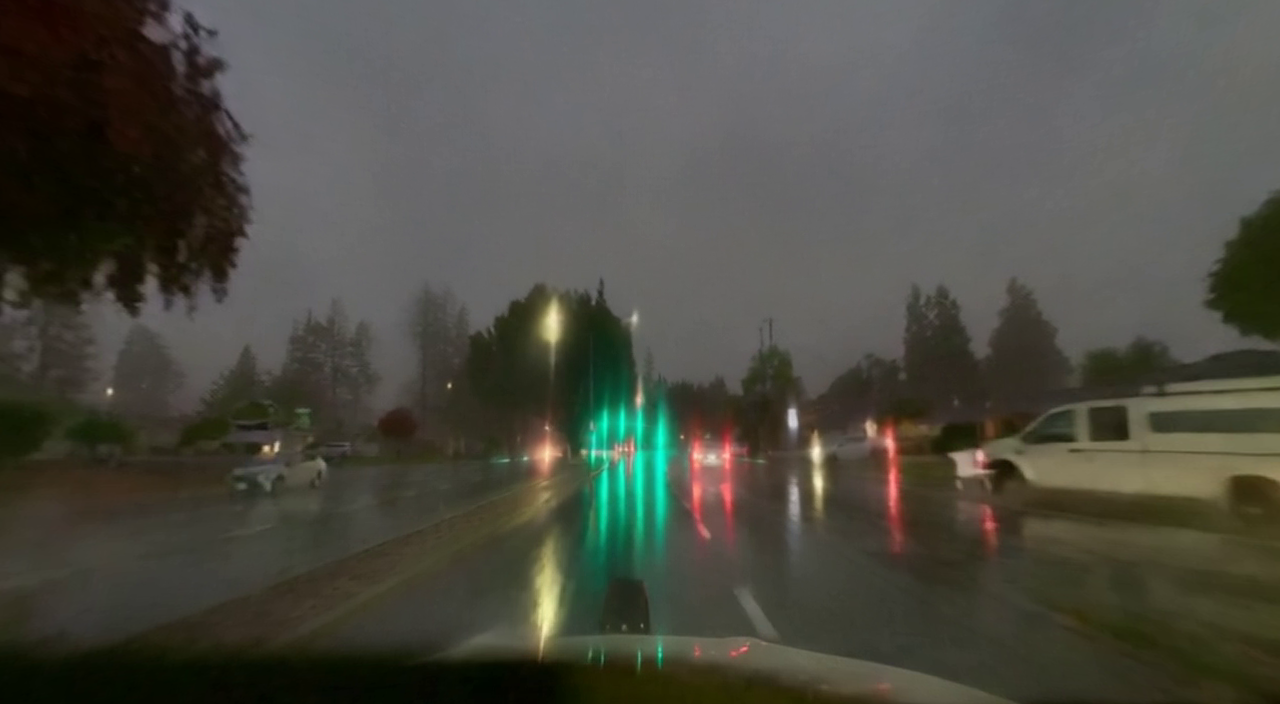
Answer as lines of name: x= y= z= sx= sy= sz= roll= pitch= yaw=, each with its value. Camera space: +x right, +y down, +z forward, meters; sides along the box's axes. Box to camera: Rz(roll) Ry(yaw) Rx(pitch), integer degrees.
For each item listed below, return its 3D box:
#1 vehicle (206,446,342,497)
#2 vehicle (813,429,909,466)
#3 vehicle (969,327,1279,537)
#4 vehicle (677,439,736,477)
vehicle: x=-12.134 y=3.945 z=21.318 sx=1.963 sy=1.524 sz=4.498 roll=0 pitch=-8 yaw=-1
vehicle: x=11.481 y=4.994 z=32.981 sx=4.202 sy=1.794 sz=2.063 roll=0 pitch=-8 yaw=0
vehicle: x=9.087 y=1.327 z=10.177 sx=2.331 sy=2.747 sz=6.993 roll=3 pitch=-9 yaw=-16
vehicle: x=2.702 y=4.434 z=26.599 sx=1.960 sy=1.479 sz=4.086 roll=1 pitch=-8 yaw=-1
